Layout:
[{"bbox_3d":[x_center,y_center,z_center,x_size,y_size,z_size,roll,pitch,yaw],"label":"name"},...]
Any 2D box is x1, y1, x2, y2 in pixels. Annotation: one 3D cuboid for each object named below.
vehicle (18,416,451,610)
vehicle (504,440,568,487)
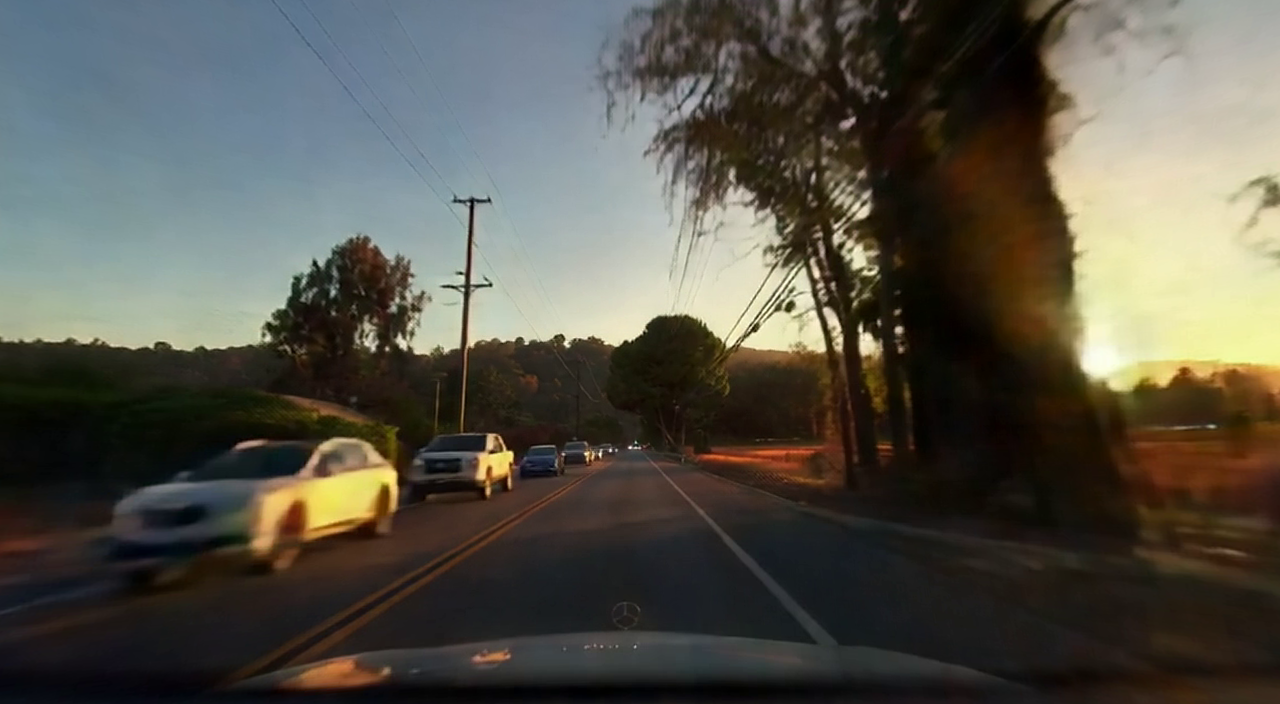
[{"bbox_3d":[-4.583,1.863,8.620,2.329,1.690,5.423,-2,-8,0],"label":"vehicle"},{"bbox_3d":[-4.338,4.673,26.989,2.070,1.665,4.554,-3,-8,-3],"label":"vehicle"}]
